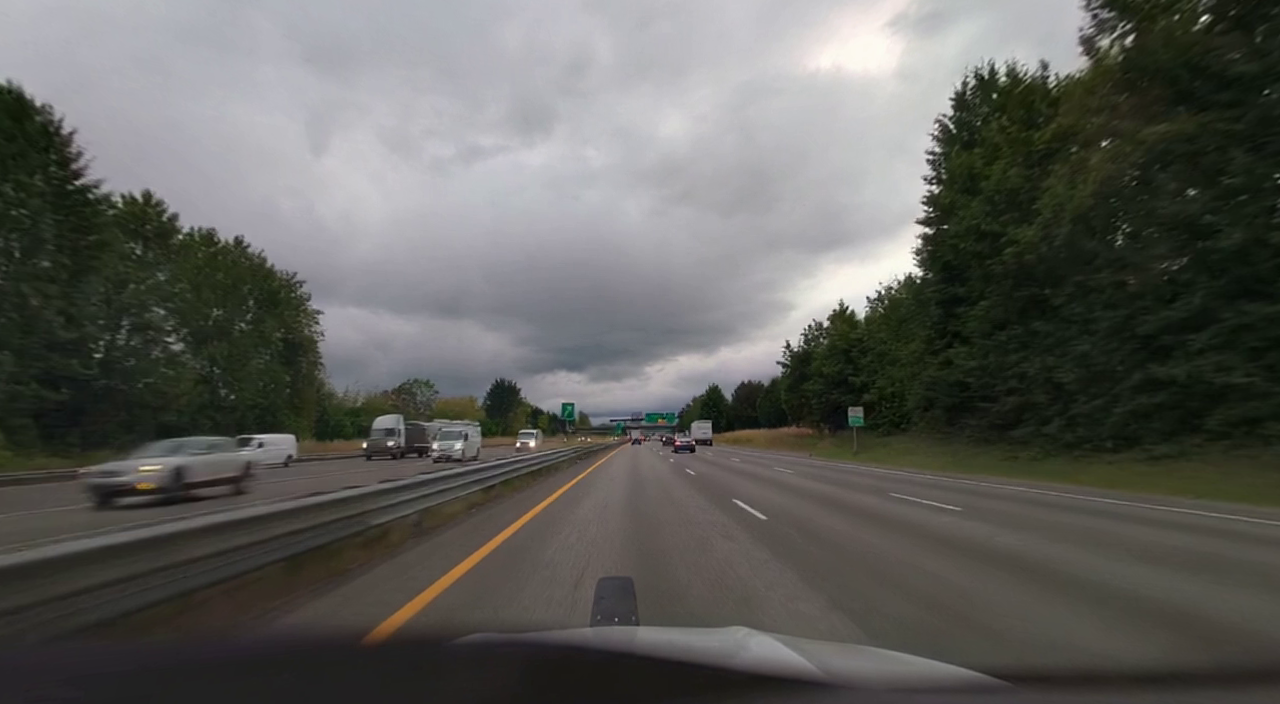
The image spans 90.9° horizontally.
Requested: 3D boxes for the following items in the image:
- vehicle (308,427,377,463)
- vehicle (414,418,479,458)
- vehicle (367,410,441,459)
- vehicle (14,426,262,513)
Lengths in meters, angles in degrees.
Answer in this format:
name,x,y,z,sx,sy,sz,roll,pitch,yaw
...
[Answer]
name,x,y,z,sx,sy,sz,roll,pitch,yaw
vehicle,-13.553,4.246,28.840,1.684,1.545,2.900,0,-8,0
vehicle,-13.127,5.908,43.403,2.205,2.451,7.175,0,-8,0
vehicle,-17.451,6.179,47.230,2.901,3.354,7.008,0,-8,-1
vehicle,-9.403,2.188,12.260,1.777,1.420,3.657,0,-8,0
